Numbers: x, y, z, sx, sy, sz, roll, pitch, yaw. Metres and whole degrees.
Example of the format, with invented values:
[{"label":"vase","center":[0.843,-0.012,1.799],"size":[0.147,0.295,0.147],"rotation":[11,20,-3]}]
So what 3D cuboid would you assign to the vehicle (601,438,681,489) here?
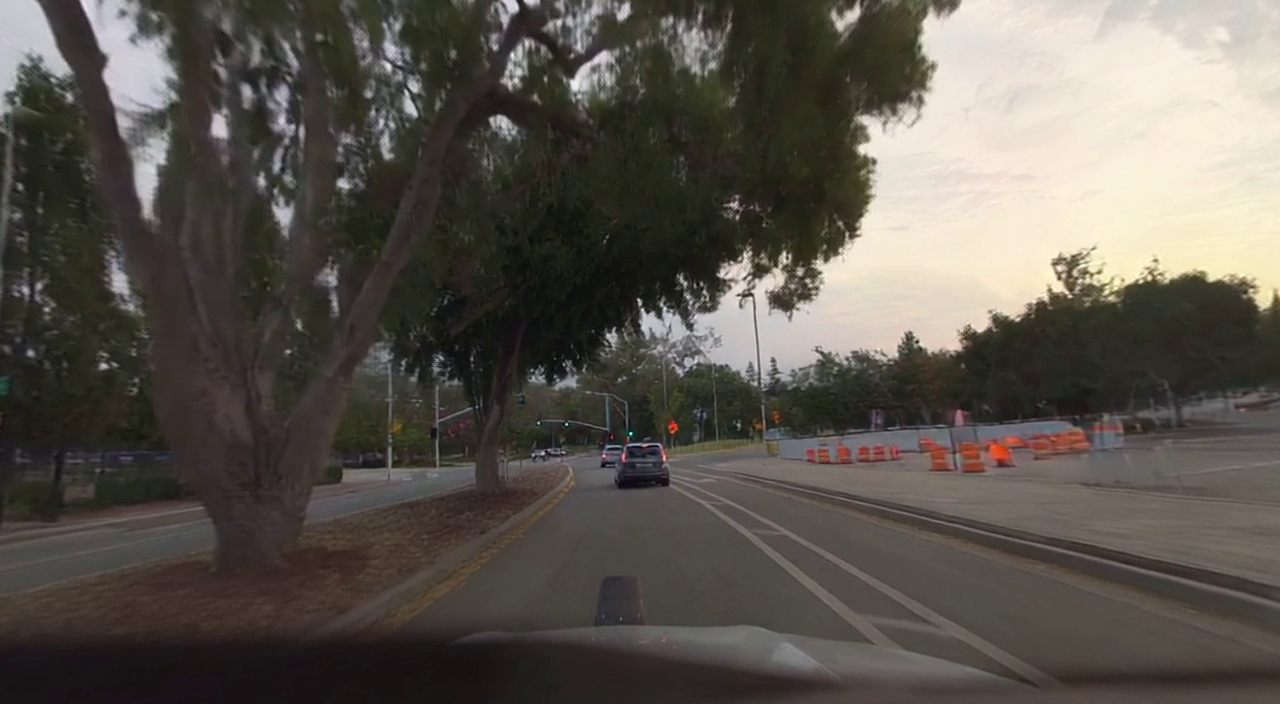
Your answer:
[{"label":"vehicle","center":[-0.116,3.676,21.160],"size":[2.266,1.508,4.430],"rotation":[1,-9,-5]}]
